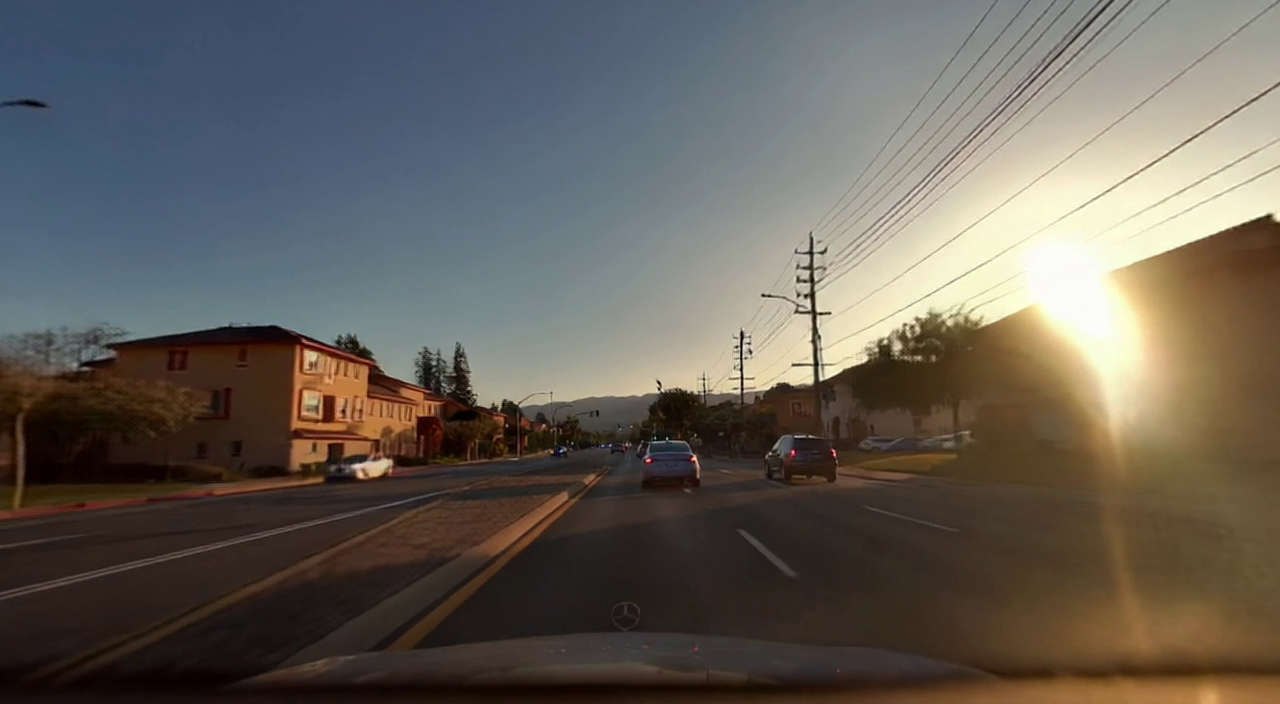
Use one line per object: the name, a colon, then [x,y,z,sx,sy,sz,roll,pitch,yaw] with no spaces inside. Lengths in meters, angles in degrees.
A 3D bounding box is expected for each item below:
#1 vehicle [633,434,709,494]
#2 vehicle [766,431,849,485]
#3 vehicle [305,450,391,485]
vehicle: [0.859,3.541,20.177,2.138,1.702,4.168,0,-9,-1]
vehicle: [6.409,4.102,24.635,2.061,1.889,4.268,0,-9,0]
vehicle: [-14.018,5.539,30.538,1.988,1.522,4.396,0,-9,1]
